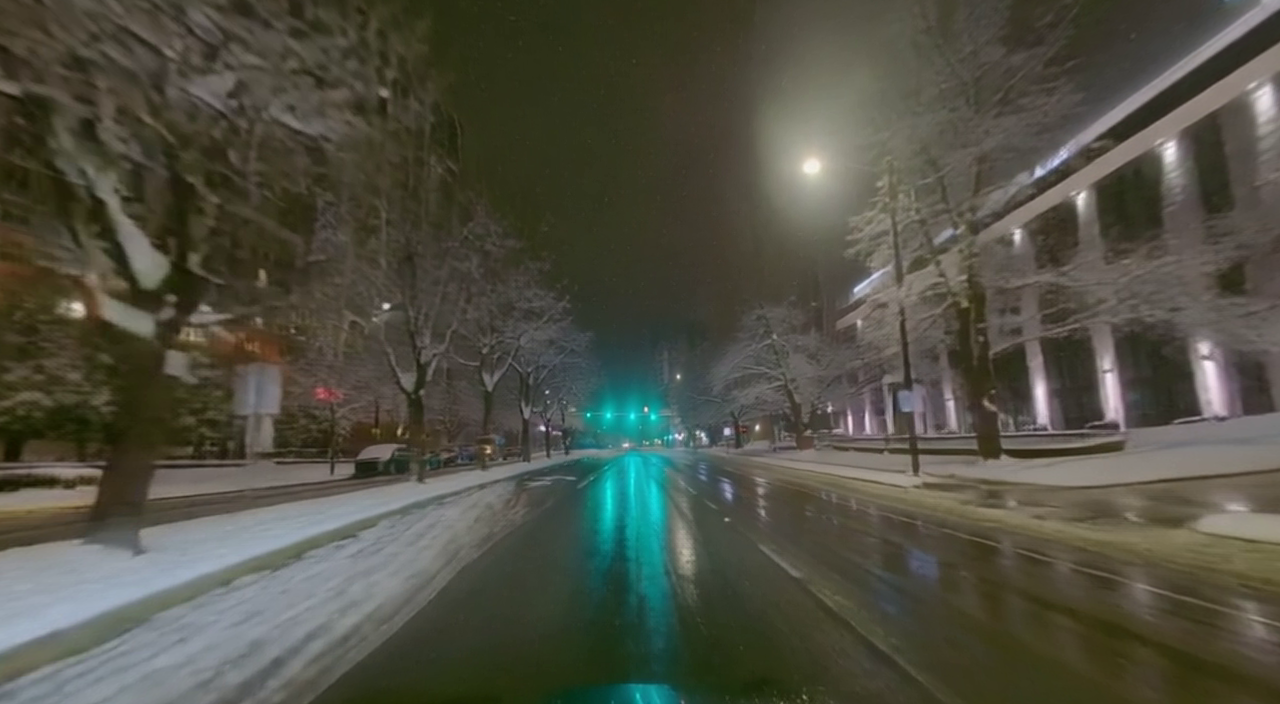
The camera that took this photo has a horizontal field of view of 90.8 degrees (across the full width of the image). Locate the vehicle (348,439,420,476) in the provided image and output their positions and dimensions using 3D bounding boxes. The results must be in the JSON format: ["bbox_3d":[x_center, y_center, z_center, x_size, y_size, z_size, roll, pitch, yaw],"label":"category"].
[{"bbox_3d":[-15.736,6.533,39.218,2.246,2.081,5.416,-1,-9,-1],"label":"vehicle"}]

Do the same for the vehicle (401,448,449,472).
[{"bbox_3d":[-15.681,7.847,46.288,1.892,1.624,4.645,0,-8,0],"label":"vehicle"}]
